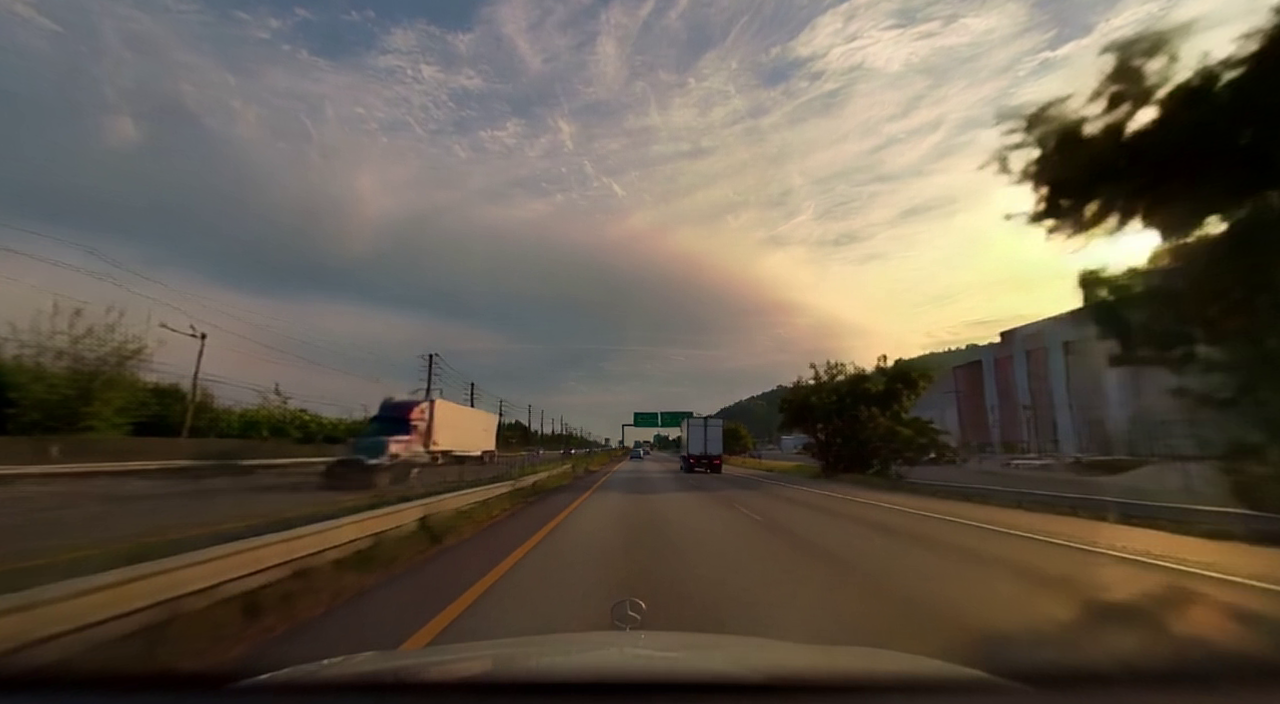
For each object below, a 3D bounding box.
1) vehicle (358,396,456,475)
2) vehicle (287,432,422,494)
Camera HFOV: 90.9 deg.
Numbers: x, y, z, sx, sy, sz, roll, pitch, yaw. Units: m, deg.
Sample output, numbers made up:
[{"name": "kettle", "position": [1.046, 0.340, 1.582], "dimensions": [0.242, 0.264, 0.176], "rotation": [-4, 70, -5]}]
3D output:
[{"name": "vehicle", "position": [-12.594, 4.641, 34.721], "dimensions": [3.039, 3.949, 5.950], "rotation": [0, -9, -1]}, {"name": "vehicle", "position": [-8.029, 3.146, 18.213], "dimensions": [1.914, 1.557, 4.081], "rotation": [0, -9, 0]}]
